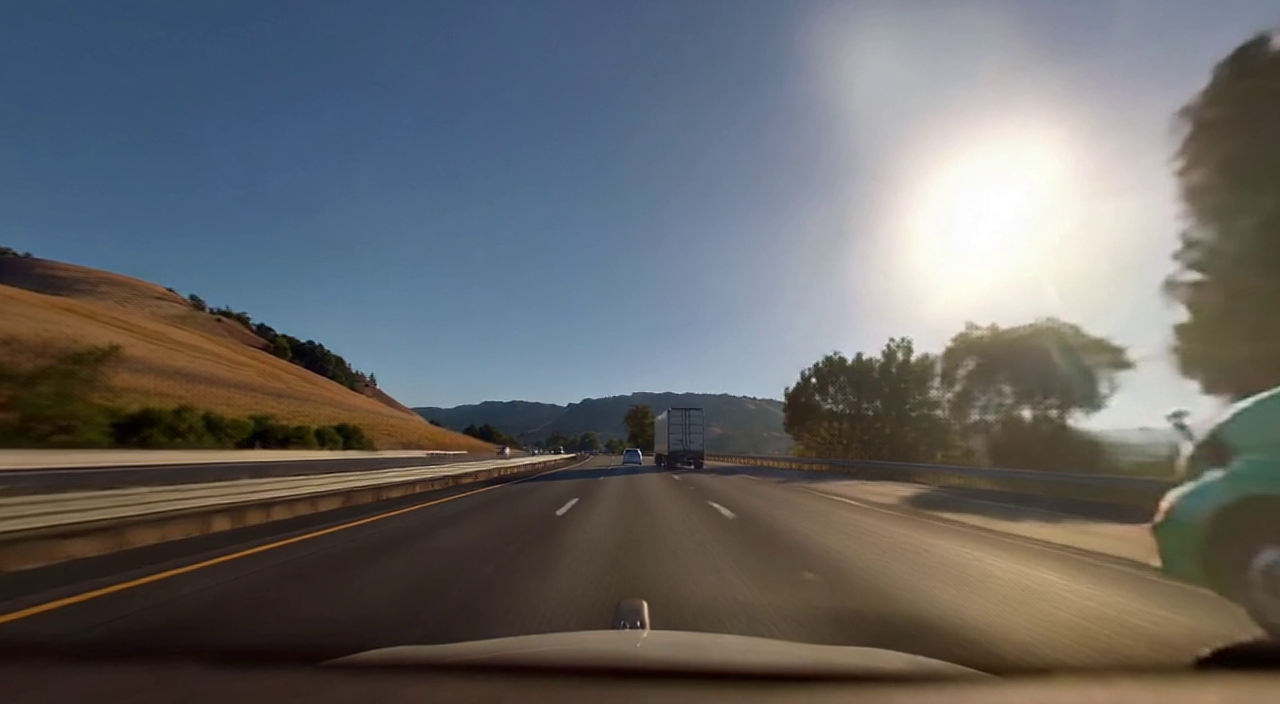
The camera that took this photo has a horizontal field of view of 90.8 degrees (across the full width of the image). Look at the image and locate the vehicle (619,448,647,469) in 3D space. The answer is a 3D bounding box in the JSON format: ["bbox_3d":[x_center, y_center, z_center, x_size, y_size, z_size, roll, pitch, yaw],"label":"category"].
[{"bbox_3d":[-0.498,7.529,44.741,1.898,1.438,4.053,0,-9,-1],"label":"vehicle"}]

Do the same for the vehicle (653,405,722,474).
[{"bbox_3d":[3.068,6.580,46.633,3.462,4.177,16.311,0,-9,-1],"label":"vehicle"}]
